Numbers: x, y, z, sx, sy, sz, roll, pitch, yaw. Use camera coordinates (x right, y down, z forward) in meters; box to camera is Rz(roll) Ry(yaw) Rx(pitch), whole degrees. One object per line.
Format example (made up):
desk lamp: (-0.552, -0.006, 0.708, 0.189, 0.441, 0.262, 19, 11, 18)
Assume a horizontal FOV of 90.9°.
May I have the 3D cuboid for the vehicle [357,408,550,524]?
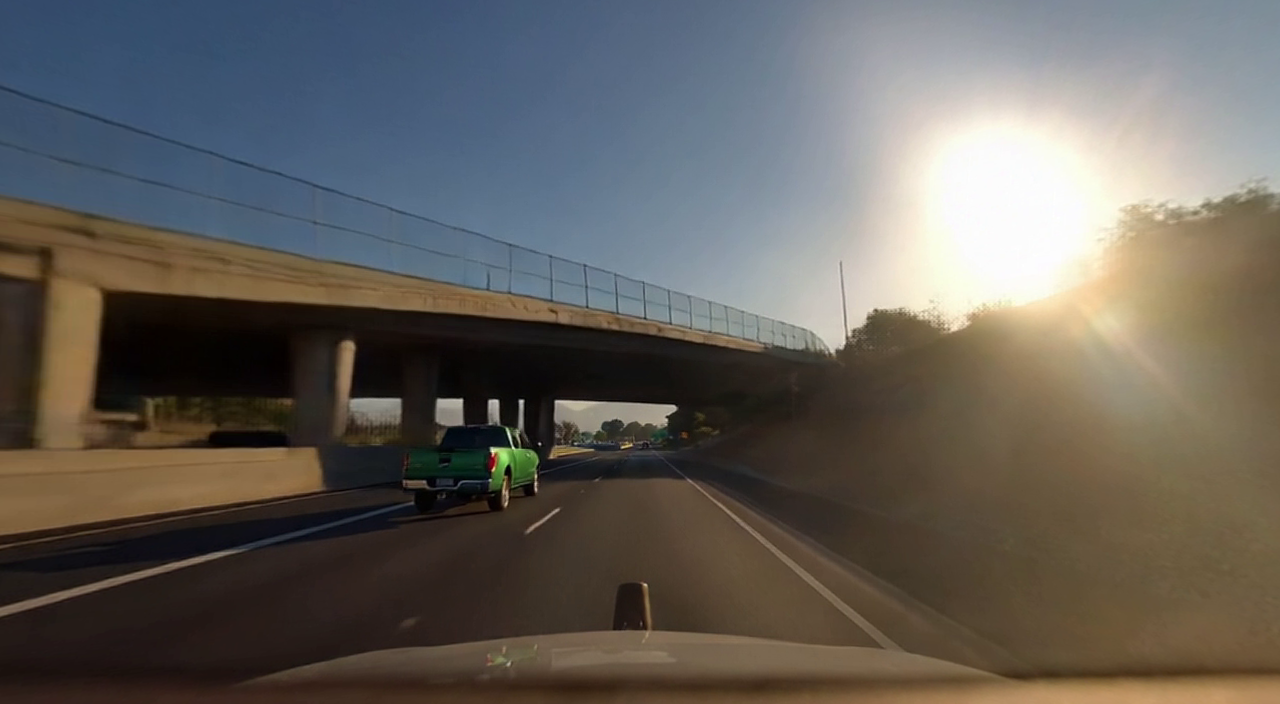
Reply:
vehicle: (-3.567, 2.349, 13.539, 2.350, 1.932, 5.562, 0, -8, 1)
